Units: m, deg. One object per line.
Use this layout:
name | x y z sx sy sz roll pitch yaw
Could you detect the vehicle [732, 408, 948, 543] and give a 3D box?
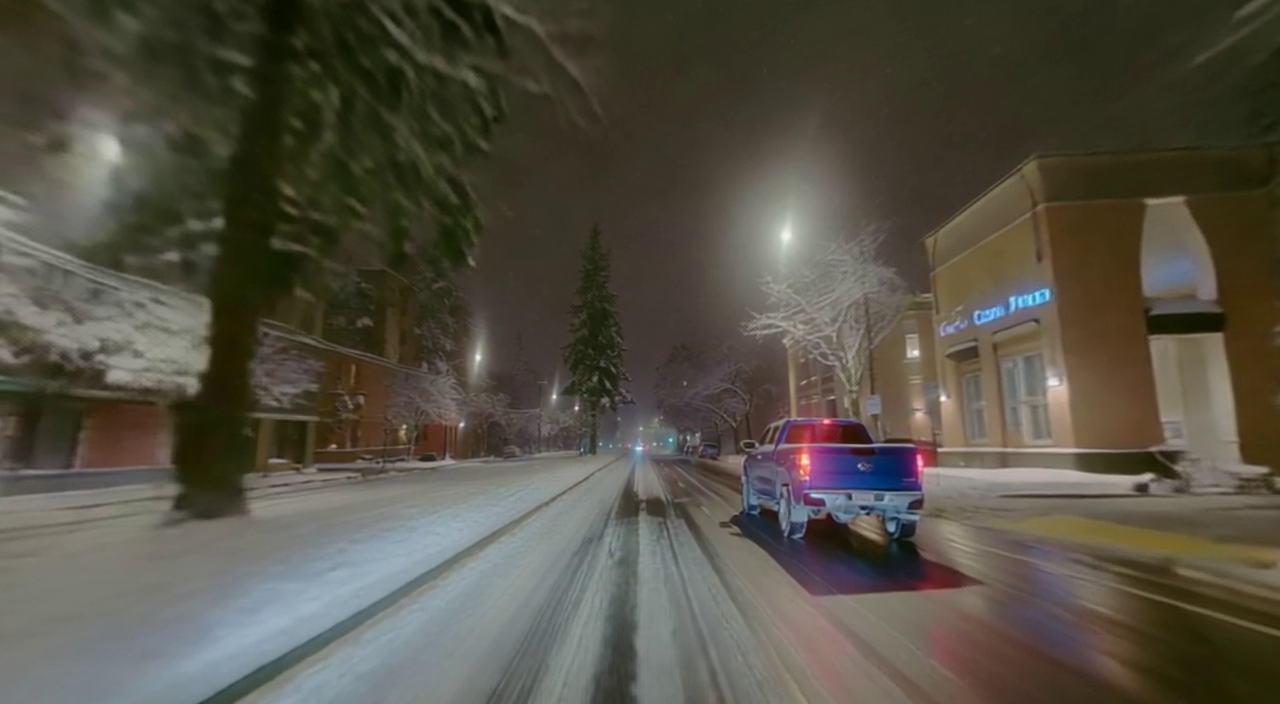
vehicle | 3.125 2.085 11.346 2.085 1.828 5.383 0 -8 0
